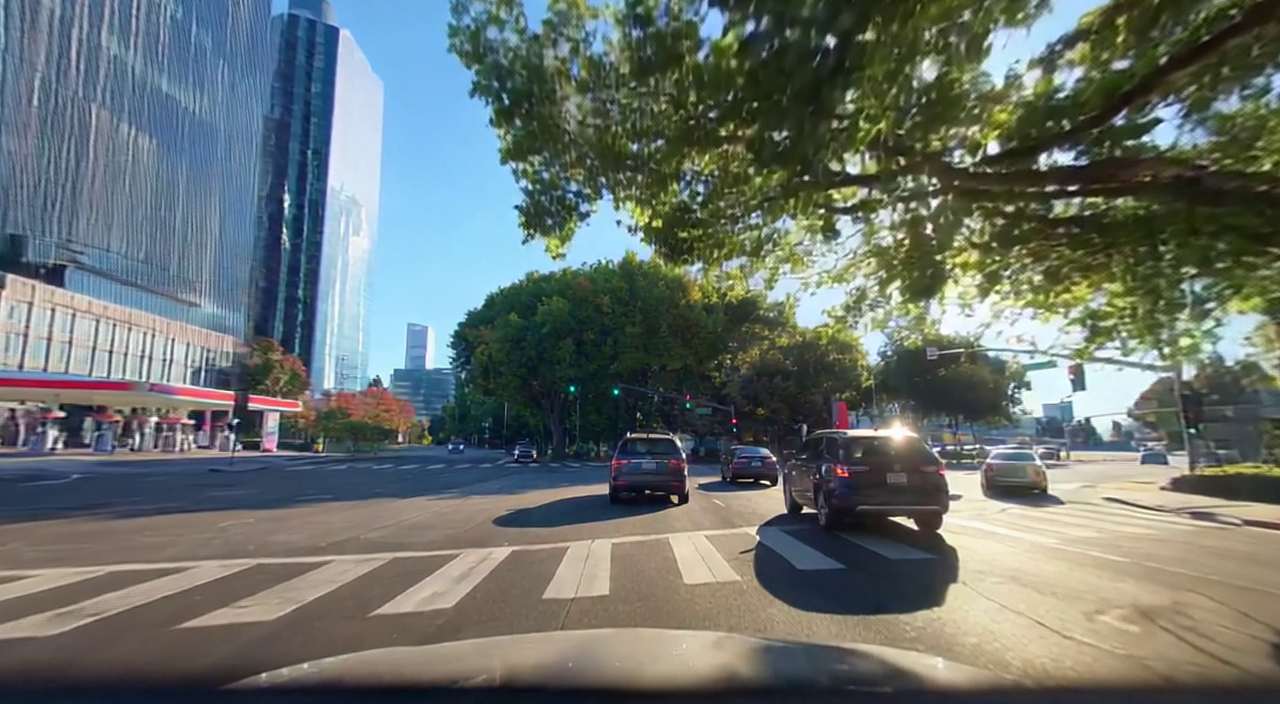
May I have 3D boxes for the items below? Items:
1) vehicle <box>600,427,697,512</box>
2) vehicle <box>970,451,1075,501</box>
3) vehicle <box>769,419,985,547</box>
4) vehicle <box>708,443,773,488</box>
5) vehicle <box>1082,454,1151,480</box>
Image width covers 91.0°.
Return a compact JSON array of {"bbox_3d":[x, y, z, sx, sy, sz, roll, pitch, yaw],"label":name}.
[{"bbox_3d":[0.157,2.801,15.481,2.051,1.798,4.168,0,-8,-1],"label":"vehicle"},{"bbox_3d":[13.212,4.262,22.088,2.057,1.473,4.462,-3,-9,17],"label":"vehicle"},{"bbox_3d":[3.730,2.131,10.903,2.000,1.745,4.206,0,-8,-1],"label":"vehicle"},{"bbox_3d":[3.786,4.313,24.297,1.800,1.592,3.658,0,-8,-2],"label":"vehicle"},{"bbox_3d":[31.054,7.421,40.969,4.636,1.542,2.096,6,-10,-34],"label":"vehicle"}]
